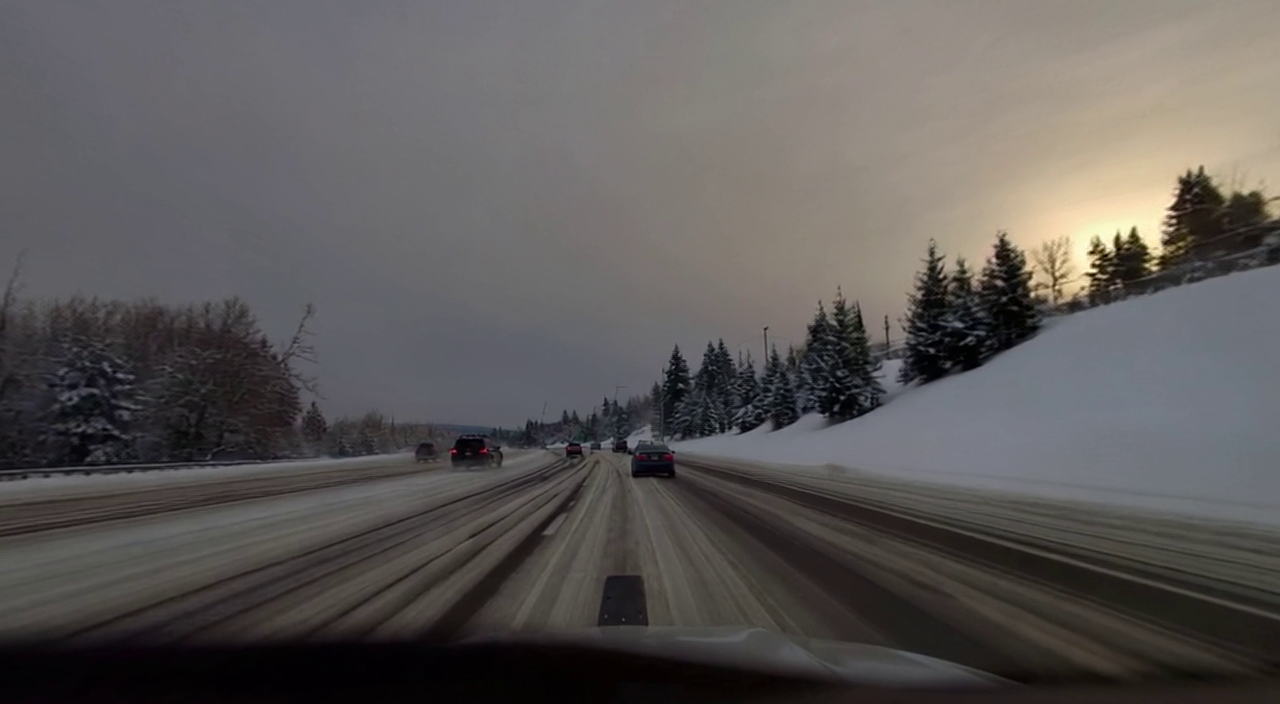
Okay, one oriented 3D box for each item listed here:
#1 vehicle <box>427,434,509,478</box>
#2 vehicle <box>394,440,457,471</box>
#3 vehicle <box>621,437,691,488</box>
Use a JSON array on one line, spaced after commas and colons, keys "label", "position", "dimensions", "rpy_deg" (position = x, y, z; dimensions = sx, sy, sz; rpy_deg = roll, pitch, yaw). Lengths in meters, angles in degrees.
[{"label": "vehicle", "position": [-7.088, 4.332, 26.574], "dimensions": [2.221, 1.693, 4.631], "rpy_deg": [0, -8, -1]}, {"label": "vehicle", "position": [-11.417, 5.515, 33.896], "dimensions": [2.041, 1.534, 4.140], "rpy_deg": [0, -8, -2]}, {"label": "vehicle", "position": [0.411, 3.516, 20.401], "dimensions": [2.051, 1.444, 3.927], "rpy_deg": [0, -8, -1]}]
